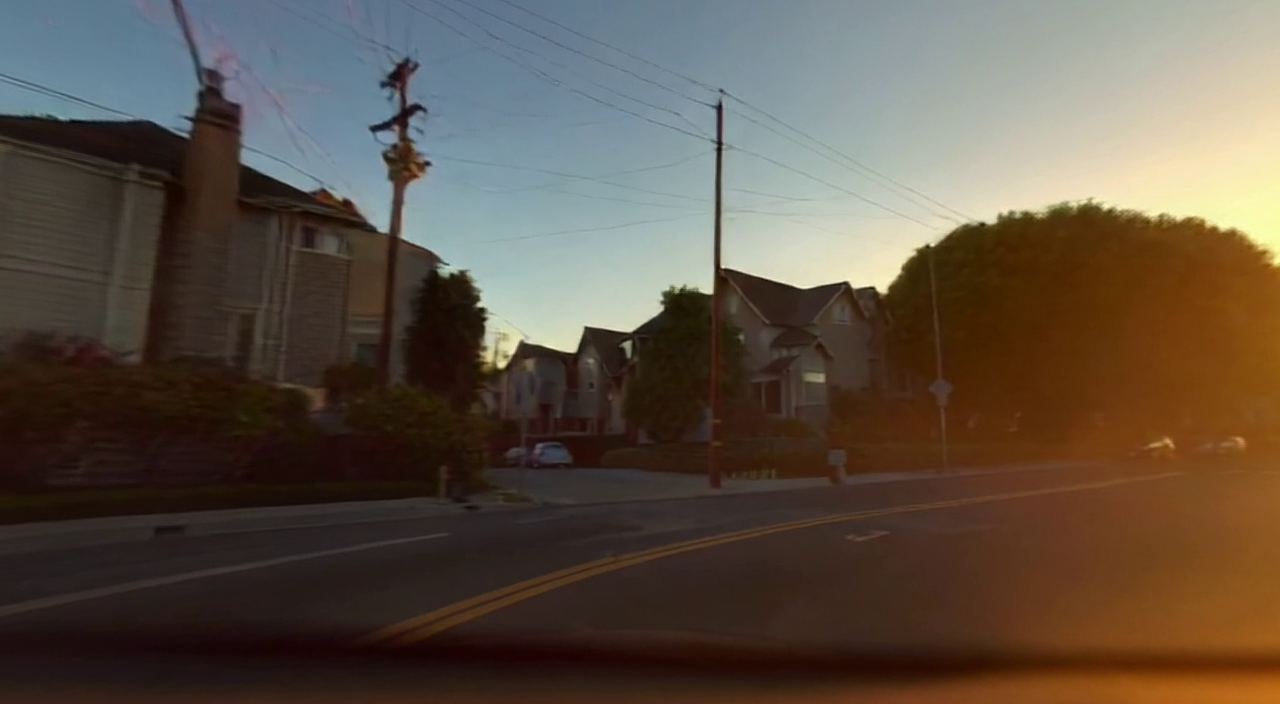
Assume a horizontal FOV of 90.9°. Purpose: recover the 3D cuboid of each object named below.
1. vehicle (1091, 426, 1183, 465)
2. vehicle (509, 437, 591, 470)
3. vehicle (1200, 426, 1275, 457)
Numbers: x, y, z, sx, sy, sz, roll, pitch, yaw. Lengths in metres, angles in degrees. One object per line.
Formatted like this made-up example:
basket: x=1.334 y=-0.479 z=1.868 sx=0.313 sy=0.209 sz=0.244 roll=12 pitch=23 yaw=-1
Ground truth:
vehicle: x=24.459 y=4.580 z=30.990 sx=4.437 sy=1.695 sz=2.027 roll=5 pitch=-13 yaw=-33
vehicle: x=-4.617 y=5.168 z=32.284 sx=3.784 sy=1.532 sz=1.650 roll=3 pitch=-9 yaw=-28
vehicle: x=37.876 y=5.692 z=39.892 sx=5.370 sy=1.799 sz=2.120 roll=5 pitch=-11 yaw=-34
